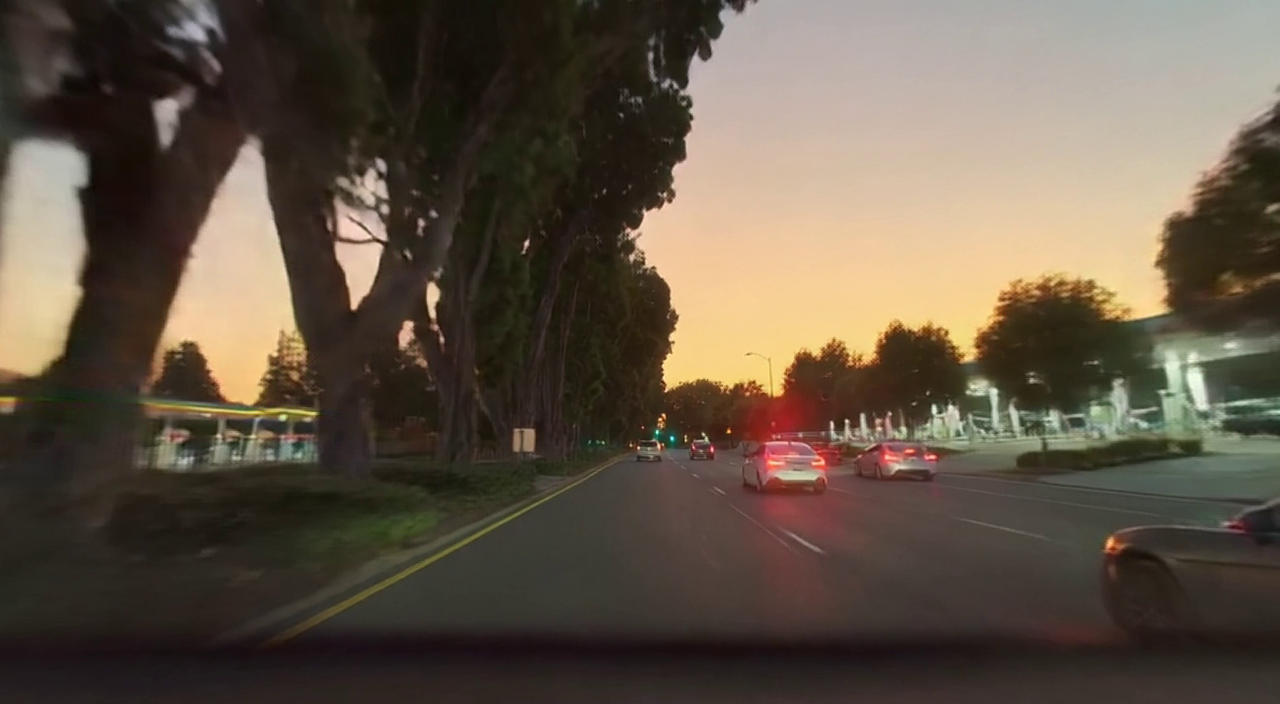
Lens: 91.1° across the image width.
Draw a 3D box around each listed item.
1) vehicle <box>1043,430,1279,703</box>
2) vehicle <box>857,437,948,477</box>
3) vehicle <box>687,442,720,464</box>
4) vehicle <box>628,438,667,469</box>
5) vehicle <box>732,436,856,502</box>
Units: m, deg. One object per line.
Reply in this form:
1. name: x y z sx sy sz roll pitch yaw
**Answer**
1. vehicle: 3.775 0.940 2.019 1.944 1.404 4.597 0 -9 1
2. vehicle: 10.715 4.302 25.986 1.906 1.488 4.251 0 -9 0
3. vehicle: 4.565 7.353 45.932 1.980 1.515 4.362 0 -9 0
4. vehicle: 0.454 6.043 37.513 2.172 1.694 4.055 0 -9 1
5. vehicle: 3.896 3.057 16.886 2.119 1.509 4.756 0 -9 0
